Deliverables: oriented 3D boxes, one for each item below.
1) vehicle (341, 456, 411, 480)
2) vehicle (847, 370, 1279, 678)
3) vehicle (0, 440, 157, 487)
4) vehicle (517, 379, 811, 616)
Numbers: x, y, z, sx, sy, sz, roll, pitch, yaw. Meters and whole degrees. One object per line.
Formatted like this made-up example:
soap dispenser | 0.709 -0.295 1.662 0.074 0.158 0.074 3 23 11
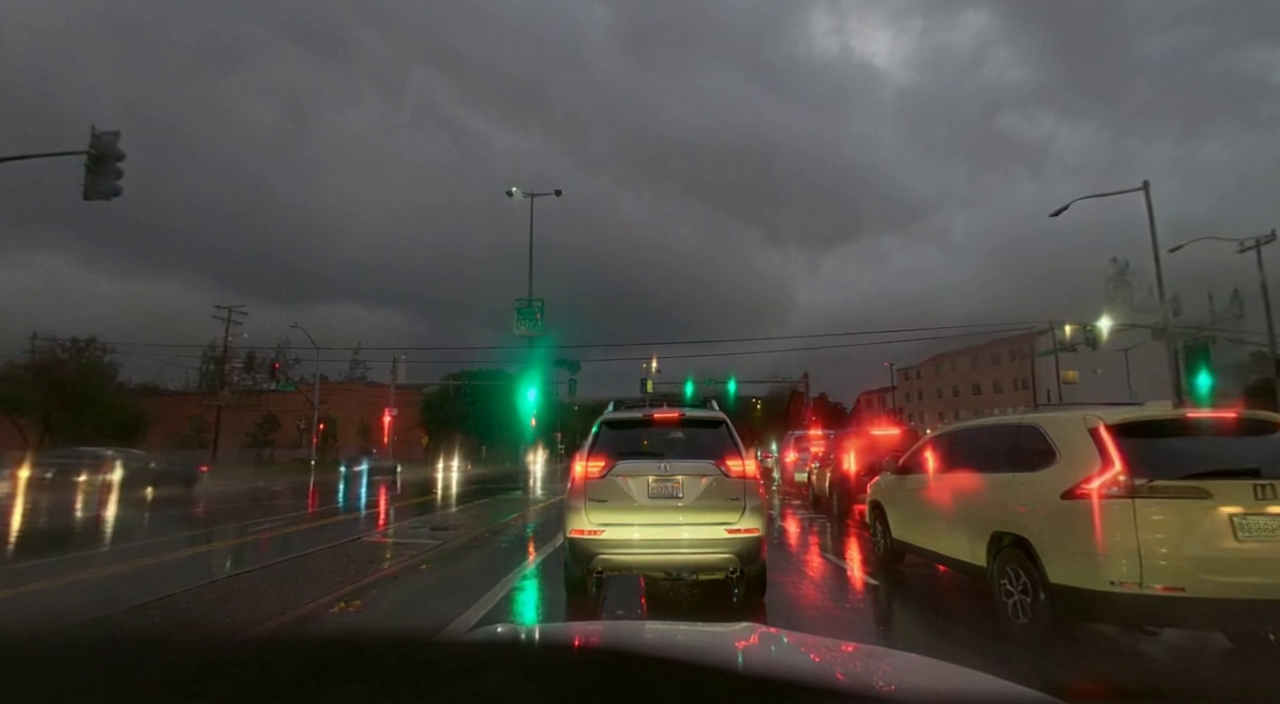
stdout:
vehicle | -18.044 7.933 43.398 1.864 1.444 4.255 -4 -9 22
vehicle | 3.561 1.274 5.719 2.018 1.701 4.288 0 -9 2
vehicle | -24.566 4.841 27.556 5.062 1.946 2.243 0 -9 -1
vehicle | 0.233 1.464 7.224 2.292 1.840 4.394 0 -9 1
